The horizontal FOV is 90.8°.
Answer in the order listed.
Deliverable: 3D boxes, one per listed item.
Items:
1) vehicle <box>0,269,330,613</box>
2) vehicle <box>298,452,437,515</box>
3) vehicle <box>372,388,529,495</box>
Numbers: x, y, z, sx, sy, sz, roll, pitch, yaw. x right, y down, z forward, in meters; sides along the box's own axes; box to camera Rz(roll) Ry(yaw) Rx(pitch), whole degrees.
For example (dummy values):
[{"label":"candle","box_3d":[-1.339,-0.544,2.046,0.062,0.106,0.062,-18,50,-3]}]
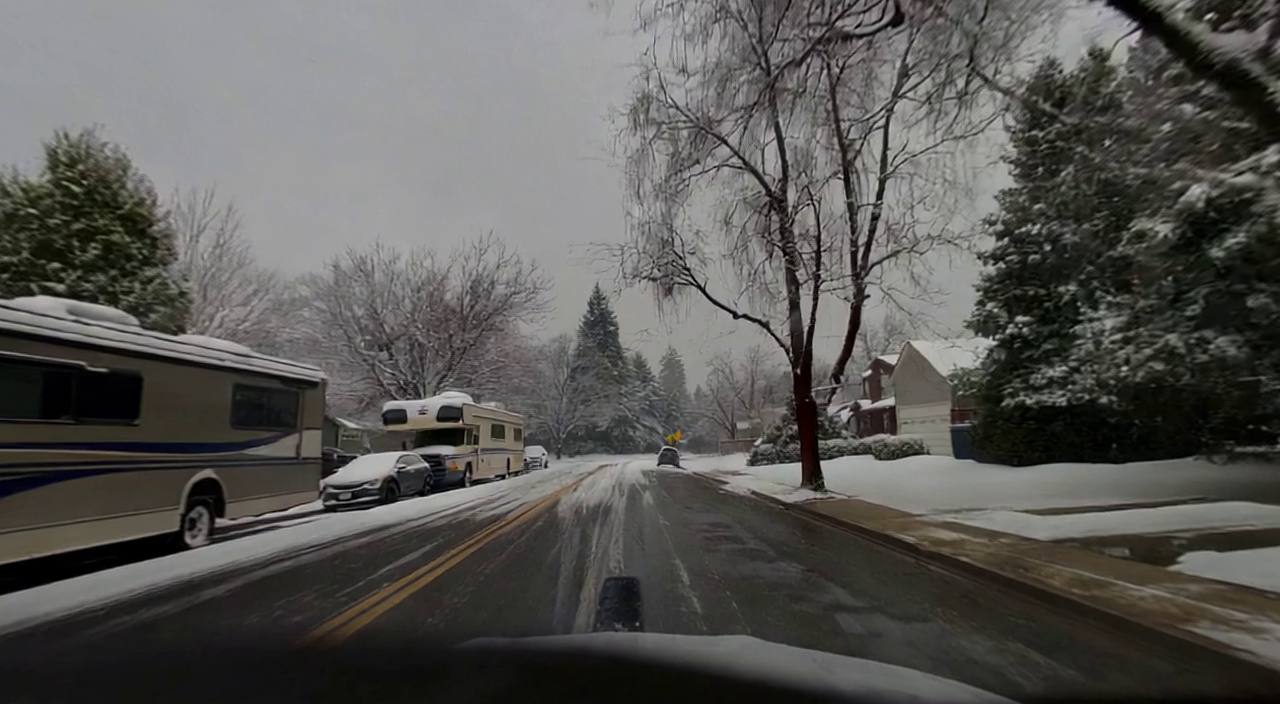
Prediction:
[{"label":"vehicle","box_3d":[-7.292,1.031,7.213,2.889,3.119,8.837,0,-9,1]},{"label":"vehicle","box_3d":[-7.374,3.567,17.677,1.932,1.438,4.552,0,-8,-1]},{"label":"vehicle","box_3d":[-7.259,3.929,26.756,3.103,3.479,11.801,-1,-10,0]}]
